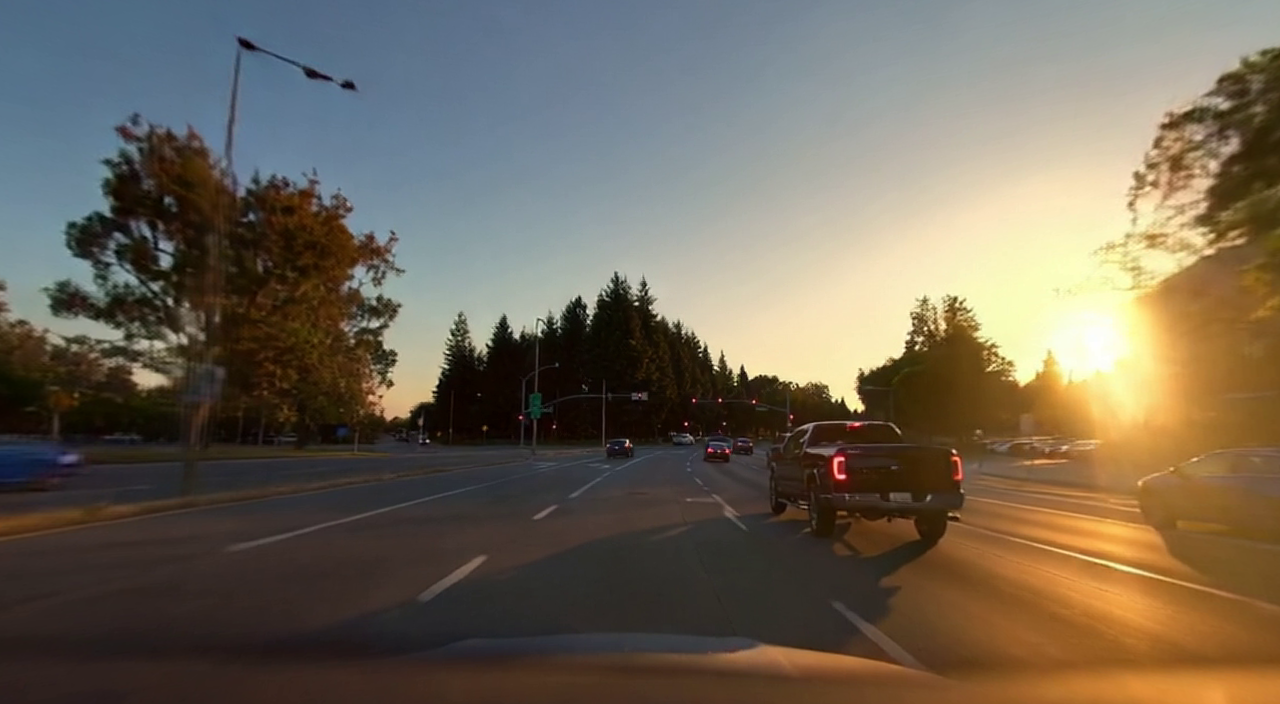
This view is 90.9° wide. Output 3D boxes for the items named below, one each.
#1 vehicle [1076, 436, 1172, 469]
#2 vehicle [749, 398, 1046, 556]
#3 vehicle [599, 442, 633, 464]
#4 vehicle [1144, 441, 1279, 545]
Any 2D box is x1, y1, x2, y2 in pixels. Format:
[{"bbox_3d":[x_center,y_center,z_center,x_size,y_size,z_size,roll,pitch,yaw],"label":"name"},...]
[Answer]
[{"bbox_3d":[25.028,5.176,32.617,3.945,1.618,1.919,3,-9,-19],"label":"vehicle"},{"bbox_3d":[3.427,1.840,10.076,2.333,1.777,5.713,0,-8,0],"label":"vehicle"},{"bbox_3d":[-1.662,7.225,45.247,1.958,1.542,4.175,-1,-8,5],"label":"vehicle"},{"bbox_3d":[10.432,2.118,9.477,1.963,1.513,4.600,0,-8,1],"label":"vehicle"}]
